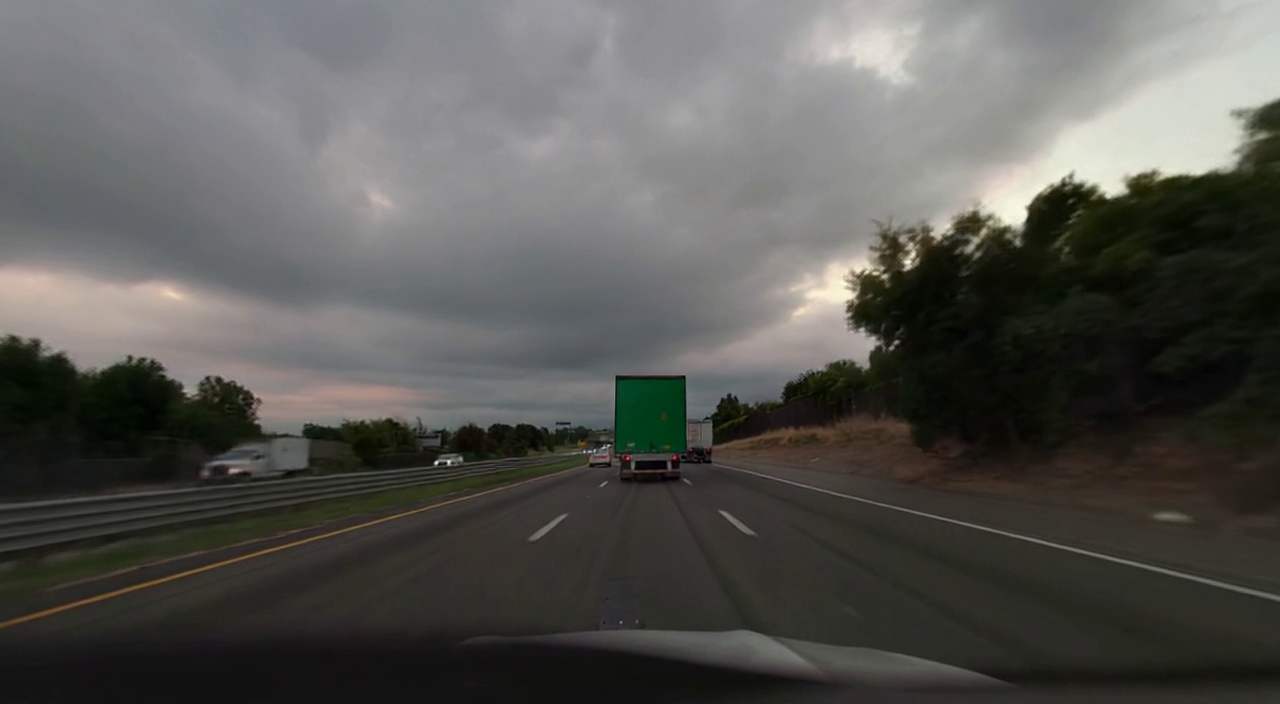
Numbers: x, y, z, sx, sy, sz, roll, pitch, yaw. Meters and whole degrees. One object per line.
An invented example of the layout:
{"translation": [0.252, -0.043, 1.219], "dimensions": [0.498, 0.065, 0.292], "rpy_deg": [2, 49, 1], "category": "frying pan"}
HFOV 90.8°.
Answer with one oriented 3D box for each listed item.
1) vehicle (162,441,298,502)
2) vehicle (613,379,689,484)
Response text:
{"translation": [-18.772, 5.447, 29.362], "dimensions": [2.296, 2.503, 5.755], "rpy_deg": [0, -9, 1], "category": "vehicle"}
{"translation": [0.463, 3.942, 30.155], "dimensions": [2.932, 4.042, 11.054], "rpy_deg": [0, -9, 0], "category": "vehicle"}
